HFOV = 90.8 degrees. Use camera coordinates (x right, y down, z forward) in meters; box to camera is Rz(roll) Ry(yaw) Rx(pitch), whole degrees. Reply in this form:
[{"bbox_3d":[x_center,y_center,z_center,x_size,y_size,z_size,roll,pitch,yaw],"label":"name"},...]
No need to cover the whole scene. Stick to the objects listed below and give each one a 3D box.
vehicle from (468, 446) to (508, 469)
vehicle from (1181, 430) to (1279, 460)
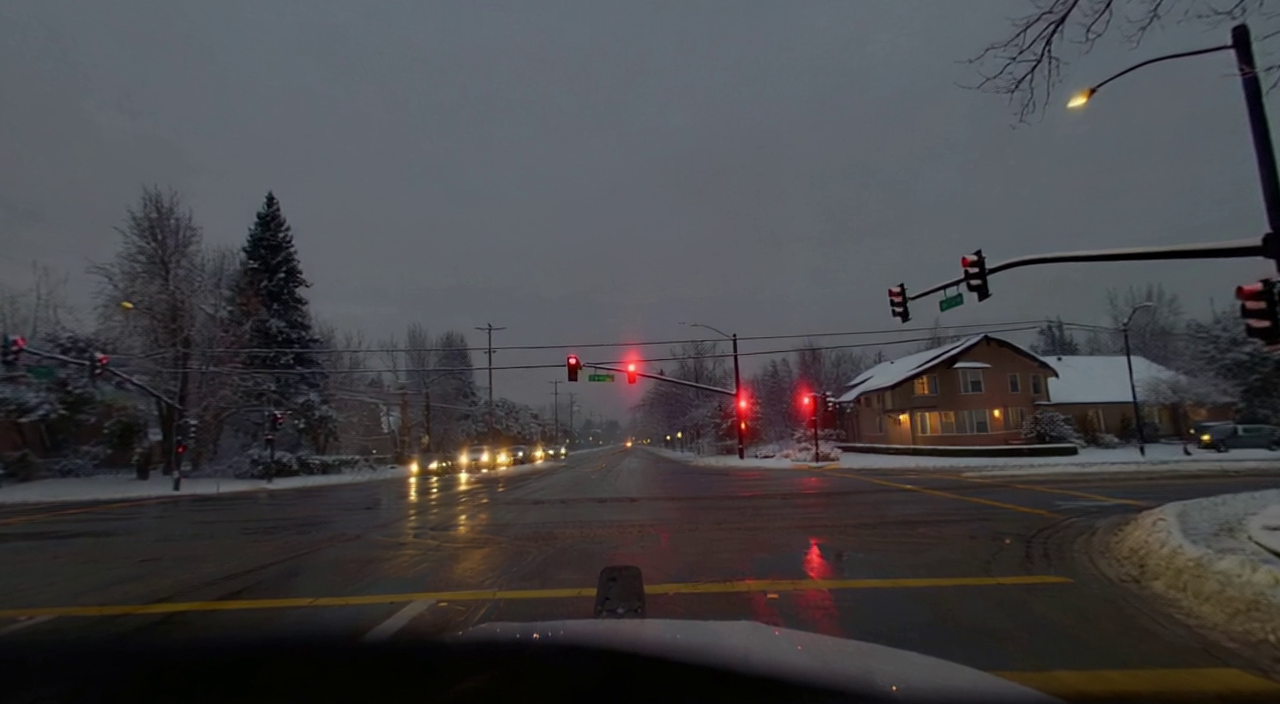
[{"bbox_3d":[-10.716,7.457,44.755,1.881,1.509,3.377,0,-9,1],"label":"vehicle"},{"bbox_3d":[31.306,4.885,33.025,4.318,1.488,1.870,0,-9,-1],"label":"vehicle"}]
